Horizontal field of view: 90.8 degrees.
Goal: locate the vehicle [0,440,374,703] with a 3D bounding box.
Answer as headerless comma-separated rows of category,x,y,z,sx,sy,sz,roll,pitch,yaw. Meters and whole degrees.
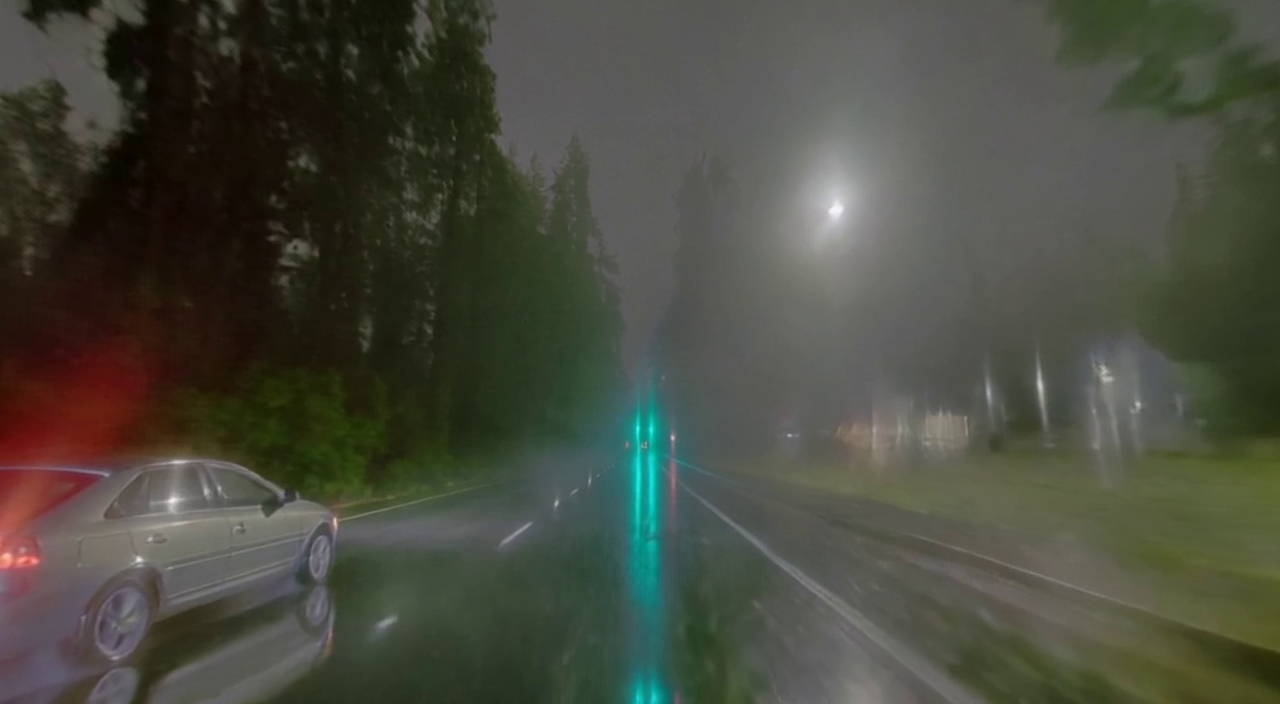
vehicle,-4.097,1.480,5.262,1.946,1.437,4.154,0,-8,0
